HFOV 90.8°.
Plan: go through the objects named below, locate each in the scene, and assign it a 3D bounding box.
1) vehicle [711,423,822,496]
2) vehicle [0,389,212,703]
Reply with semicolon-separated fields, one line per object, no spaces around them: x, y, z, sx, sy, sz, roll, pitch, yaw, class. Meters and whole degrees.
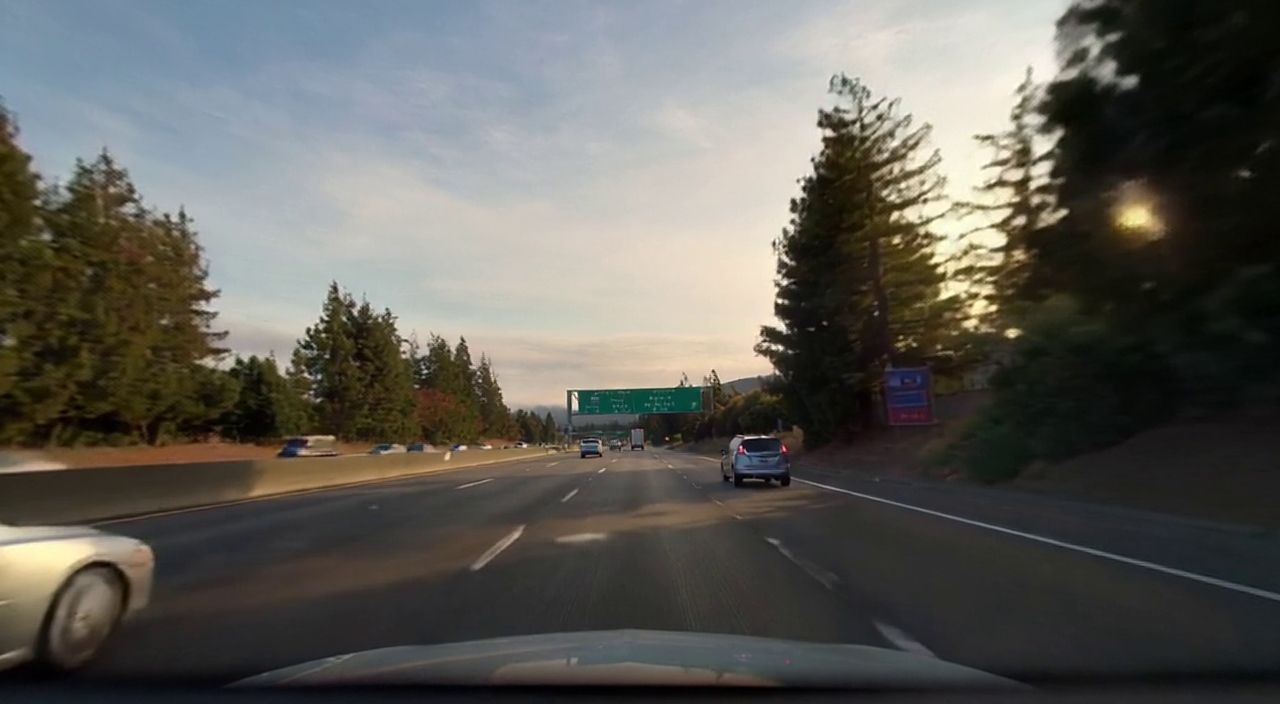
3.243;2.860;17.093;2.053;1.714;4.097;0;-9;-1;vehicle
-4.005;0.797;1.799;2.118;1.573;4.940;0;-9;0;vehicle
